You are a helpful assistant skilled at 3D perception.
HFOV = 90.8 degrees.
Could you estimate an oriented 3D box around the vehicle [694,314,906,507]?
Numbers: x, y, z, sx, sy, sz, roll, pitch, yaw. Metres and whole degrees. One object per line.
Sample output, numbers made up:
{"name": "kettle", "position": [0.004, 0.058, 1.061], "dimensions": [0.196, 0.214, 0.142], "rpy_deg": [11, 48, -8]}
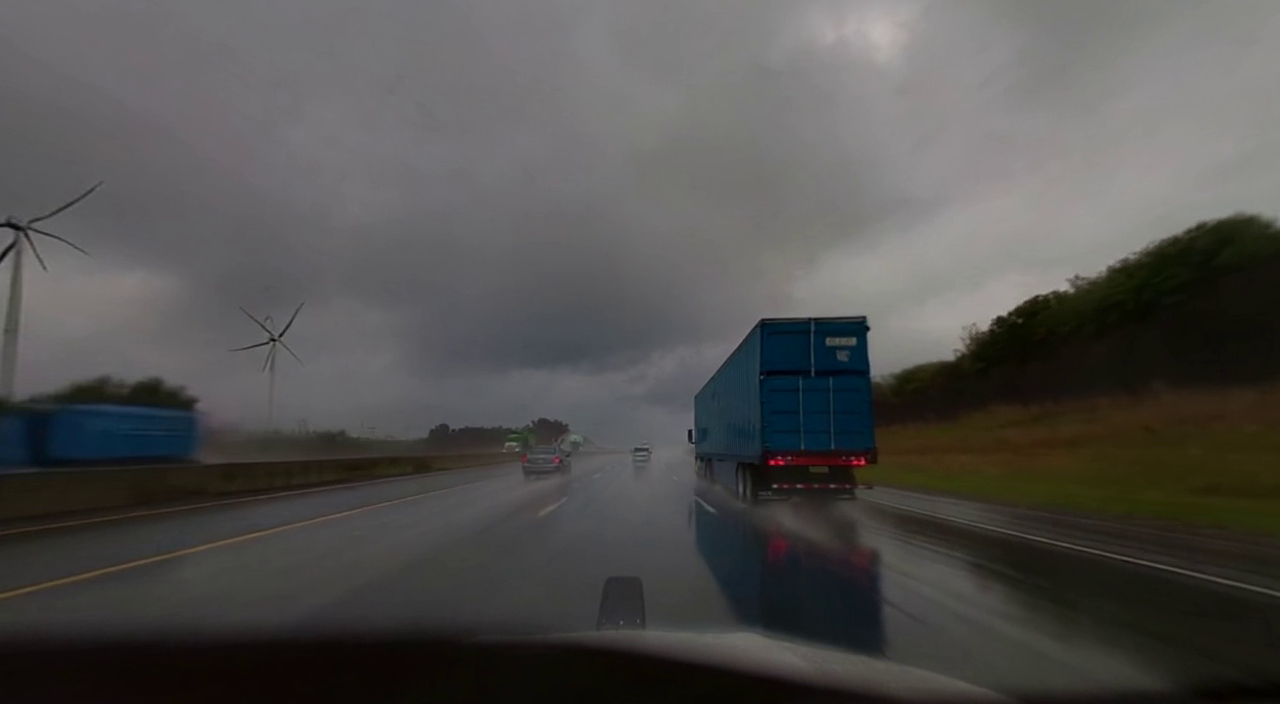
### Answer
{"name": "vehicle", "position": [3.857, 2.197, 19.782], "dimensions": [2.947, 3.989, 13.568], "rpy_deg": [0, -9, -1]}

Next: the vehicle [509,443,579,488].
{"name": "vehicle", "position": [-3.515, 4.230, 23.813], "dimensions": [1.952, 1.521, 4.095], "rpy_deg": [0, -9, 0]}

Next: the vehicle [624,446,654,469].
{"name": "vehicle", "position": [-0.074, 7.089, 42.510], "dimensions": [1.931, 1.453, 3.695], "rpy_deg": [0, -9, -1]}

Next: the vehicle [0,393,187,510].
{"name": "vehicle", "position": [-19.329, 3.218, 20.495], "dimensions": [2.910, 3.234, 8.361], "rpy_deg": [0, -9, 0]}
